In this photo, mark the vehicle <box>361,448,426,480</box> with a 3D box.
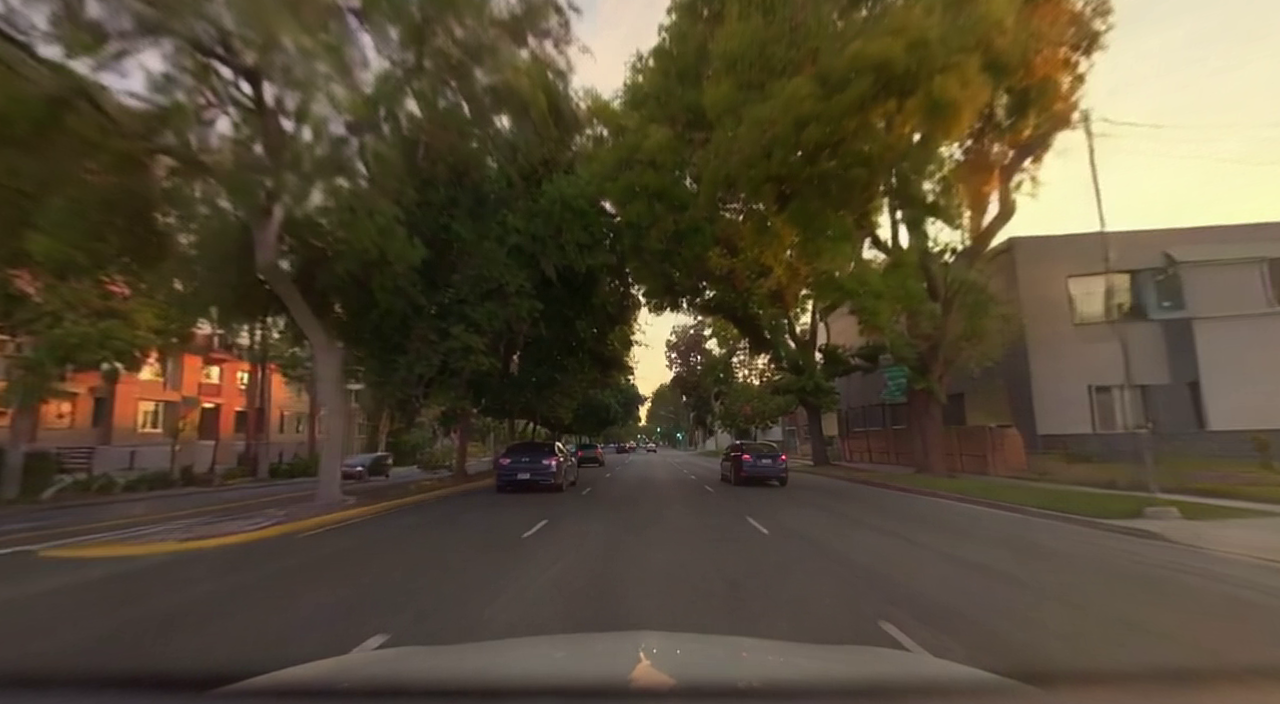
[{"bbox_3d":[-15.473,7.024,39.915,2.012,1.813,4.910,0,-8,1],"label":"vehicle"}]

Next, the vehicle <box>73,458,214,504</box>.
[{"bbox_3d":[-22.623,5.844,29.076,2.006,1.782,5.406,0,-8,1],"label":"vehicle"}]

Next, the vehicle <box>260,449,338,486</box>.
[{"bbox_3d":[-22.286,7.532,41.449,2.523,2.213,4.637,0,-8,-1],"label":"vehicle"}]

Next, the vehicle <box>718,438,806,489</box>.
[{"bbox_3d":[3.907,3.659,21.069,2.010,1.486,4.498,0,-8,0],"label":"vehicle"}]

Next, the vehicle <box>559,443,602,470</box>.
[{"bbox_3d":[-3.447,6.161,37.348,1.988,1.497,4.404,0,-8,2],"label":"vehicle"}]

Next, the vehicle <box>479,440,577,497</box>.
[{"bbox_3d":[-3.176,3.398,18.843,2.053,1.480,4.381,0,-8,1],"label":"vehicle"}]
